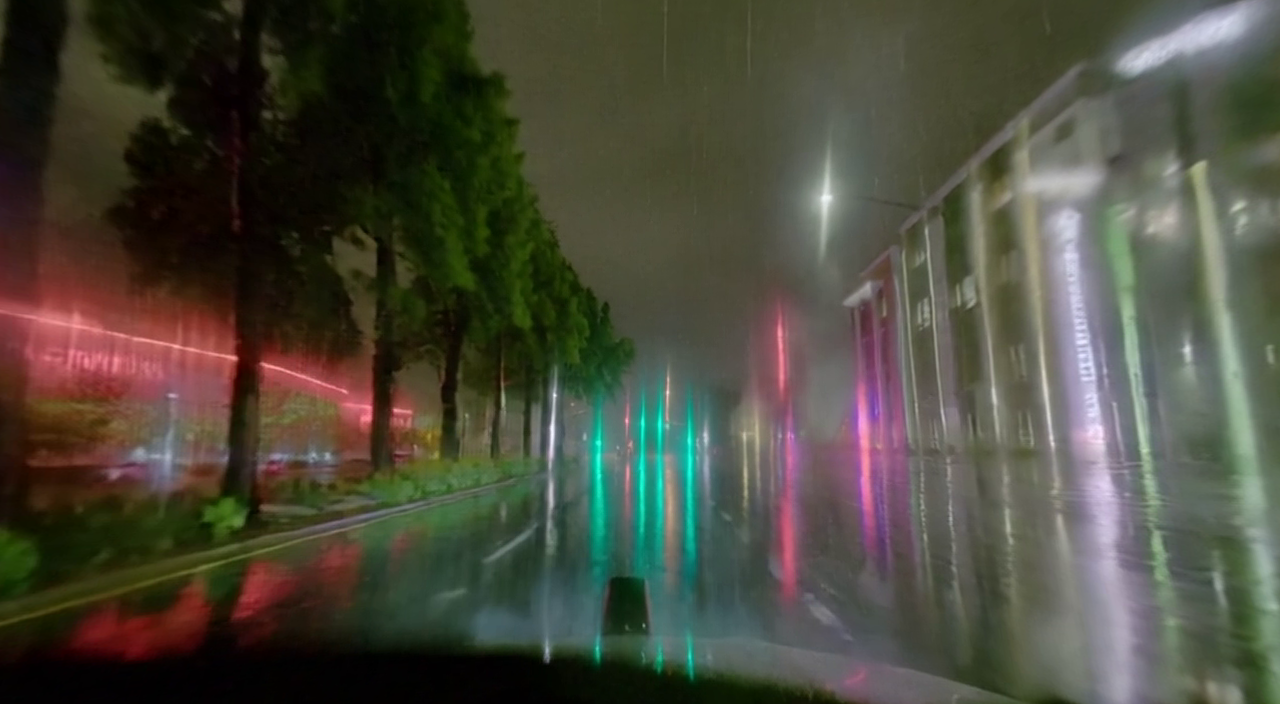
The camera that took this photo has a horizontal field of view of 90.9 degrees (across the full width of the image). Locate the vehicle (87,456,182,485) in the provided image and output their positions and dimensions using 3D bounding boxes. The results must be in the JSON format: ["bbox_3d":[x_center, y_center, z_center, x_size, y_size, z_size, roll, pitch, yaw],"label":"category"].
[{"bbox_3d":[-35.167,8.223,43.922,4.912,1.775,1.996,7,-12,-42],"label":"vehicle"}]
